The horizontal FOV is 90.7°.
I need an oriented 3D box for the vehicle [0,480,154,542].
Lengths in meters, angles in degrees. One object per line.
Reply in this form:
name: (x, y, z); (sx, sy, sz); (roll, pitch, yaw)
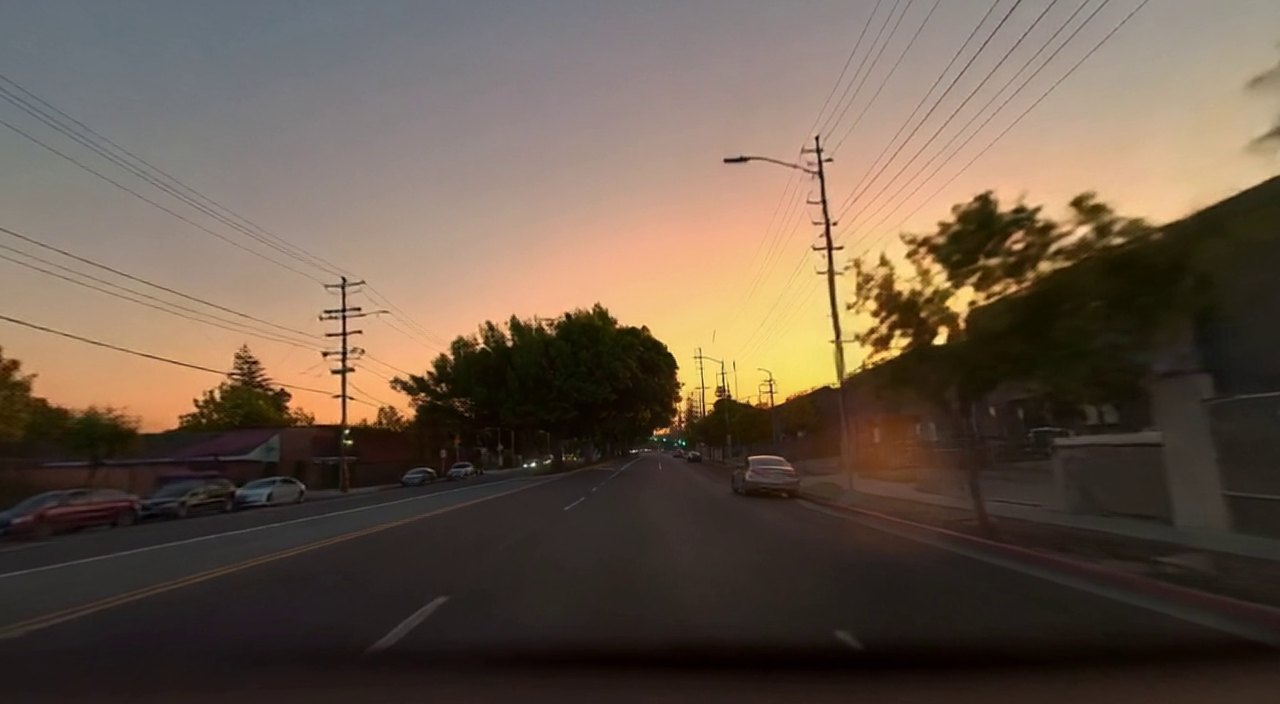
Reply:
vehicle: (-17.574, 4.810, 19.323); (1.892, 1.515, 4.622); (-6, -11, -1)

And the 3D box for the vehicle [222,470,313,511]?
vehicle: (-17.655, 6.555, 30.200); (1.852, 1.551, 4.276); (-6, -10, -1)

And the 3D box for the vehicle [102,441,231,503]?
vehicle: (-25.105, 6.376, 33.815); (4.857, 2.616, 2.616); (-3, -10, -17)

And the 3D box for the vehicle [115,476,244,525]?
vehicle: (-17.666, 5.693, 24.599); (1.845, 1.450, 4.457); (-6, -10, -2)

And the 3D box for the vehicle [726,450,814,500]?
vehicle: (4.246, 4.099, 21.476); (2.002, 1.459, 4.357); (0, -9, -1)

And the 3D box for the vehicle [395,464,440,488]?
vehicle: (-17.436, 9.730, 49.830); (1.931, 1.501, 4.564); (-6, -9, -1)
